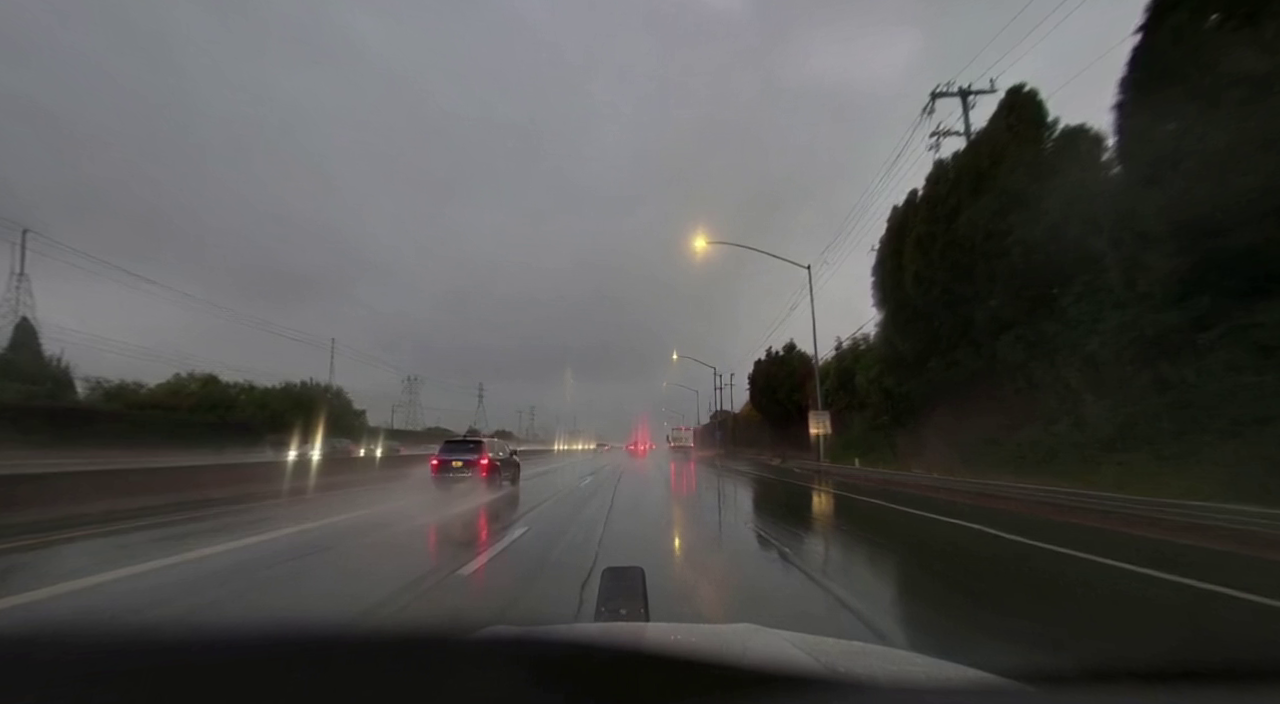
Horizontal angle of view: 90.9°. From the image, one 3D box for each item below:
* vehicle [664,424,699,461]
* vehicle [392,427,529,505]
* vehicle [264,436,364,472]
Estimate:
[{"bbox_3d":[3.155,7.097,49.197,2.352,2.698,5.688,0,-8,0],"label":"vehicle"},{"bbox_3d":[-4.204,2.751,15.642,2.064,1.642,4.389,0,-8,1],"label":"vehicle"},{"bbox_3d":[-15.701,4.942,30.710,2.226,1.582,4.795,0,-8,1],"label":"vehicle"}]
